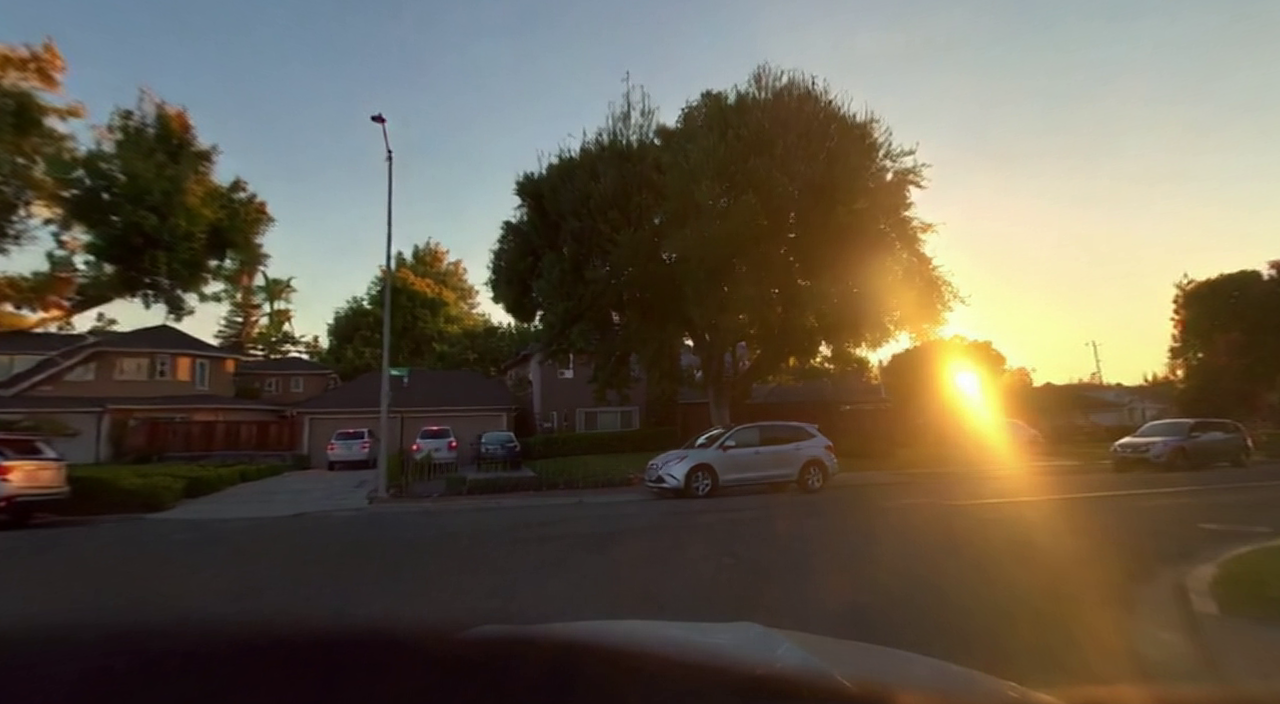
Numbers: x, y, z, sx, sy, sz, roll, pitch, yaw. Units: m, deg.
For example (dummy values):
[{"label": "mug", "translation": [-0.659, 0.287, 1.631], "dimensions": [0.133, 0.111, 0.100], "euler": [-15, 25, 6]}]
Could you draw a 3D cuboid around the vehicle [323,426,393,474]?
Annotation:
[{"label": "vehicle", "translation": [-12.391, 4.356, 28.113], "dimensions": [2.391, 1.894, 5.075], "euler": [3, -10, -19]}]

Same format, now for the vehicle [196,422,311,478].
[{"label": "vehicle", "translation": [-15.748, 3.976, 25.598], "dimensions": [5.475, 2.043, 2.307], "euler": [-8, -12, 41]}]

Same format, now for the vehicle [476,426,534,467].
[{"label": "vehicle", "translation": [-6.221, 4.330, 28.778], "dimensions": [2.005, 1.699, 4.234], "euler": [3, -10, -19]}]

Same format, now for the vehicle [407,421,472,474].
[{"label": "vehicle", "translation": [-8.490, 4.049, 26.840], "dimensions": [2.278, 1.969, 5.533], "euler": [3, -9, -17]}]

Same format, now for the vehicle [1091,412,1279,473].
[{"label": "vehicle", "translation": [18.159, 3.015, 21.096], "dimensions": [5.179, 1.847, 2.219], "euler": [2, -11, -19]}]

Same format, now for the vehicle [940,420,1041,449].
[{"label": "vehicle", "translation": [20.028, 4.818, 36.321], "dimensions": [1.967, 1.523, 4.619], "euler": [6, -11, -32]}]

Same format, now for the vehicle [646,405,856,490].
[{"label": "vehicle", "translation": [2.808, 2.522, 16.460], "dimensions": [4.919, 1.969, 2.104], "euler": [3, -10, -14]}]

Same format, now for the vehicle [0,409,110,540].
[{"label": "vehicle", "translation": [-13.703, 2.210, 11.626], "dimensions": [5.419, 2.292, 2.272], "euler": [3, -8, -18]}]
